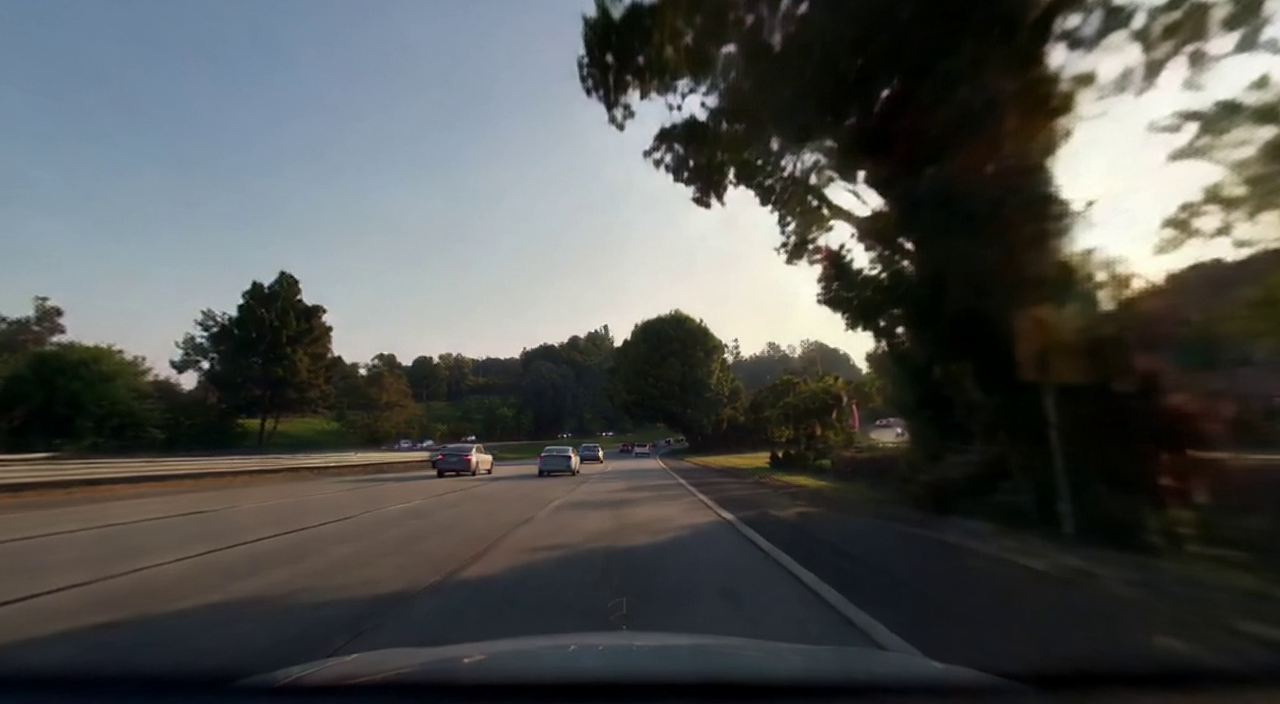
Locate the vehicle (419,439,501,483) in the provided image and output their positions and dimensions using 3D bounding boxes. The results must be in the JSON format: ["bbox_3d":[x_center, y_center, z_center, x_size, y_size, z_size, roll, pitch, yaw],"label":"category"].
[{"bbox_3d":[-7.576,4.629,27.047,2.108,1.686,4.556,0,-9,1],"label":"vehicle"}]

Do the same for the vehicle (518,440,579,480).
[{"bbox_3d":[-4.107,4.935,29.020,2.035,1.673,4.469,0,-9,1],"label":"vehicle"}]
